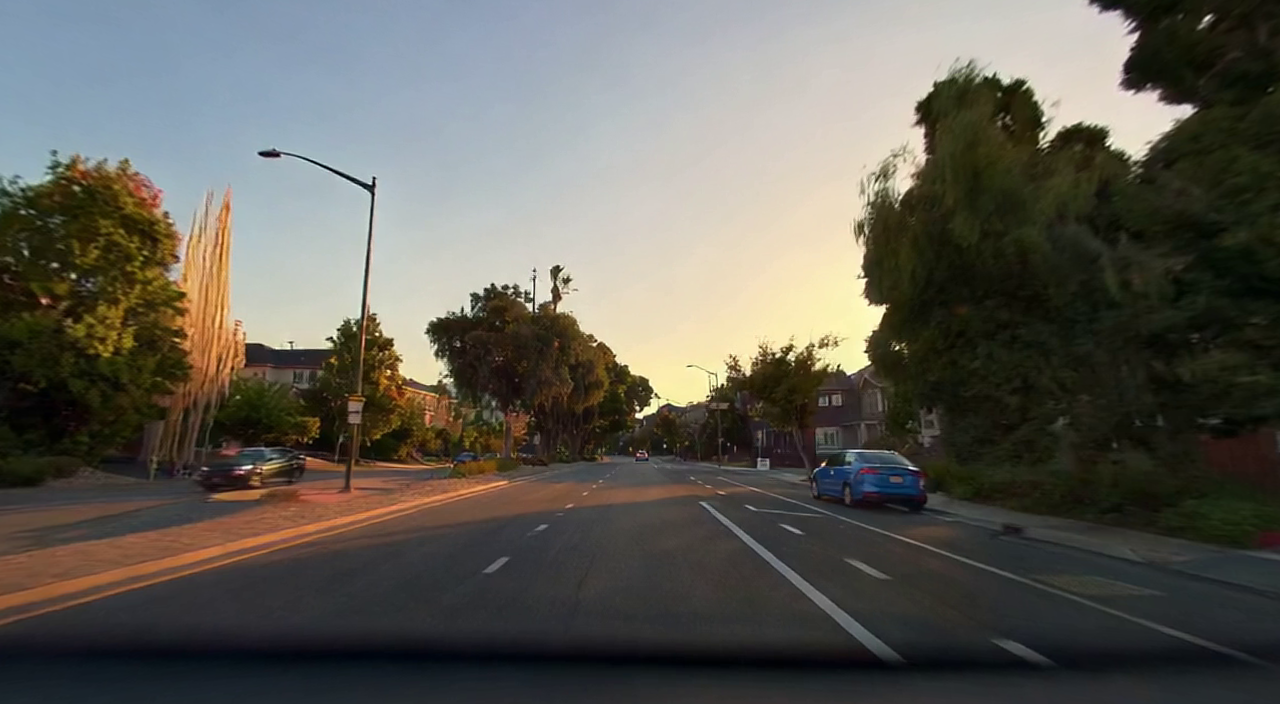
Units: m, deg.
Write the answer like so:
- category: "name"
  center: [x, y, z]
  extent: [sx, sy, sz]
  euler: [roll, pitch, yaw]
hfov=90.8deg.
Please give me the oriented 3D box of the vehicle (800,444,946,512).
- category: "vehicle"
  center: [5.885, 3.214, 16.653]
  extent: [2.041, 1.519, 4.481]
  euler: [0, -9, -1]

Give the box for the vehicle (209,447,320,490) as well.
- category: "vehicle"
  center: [-16.415, 5.066, 27.976]
  extent: [2.060, 1.721, 4.479]
  euler: [0, -9, 1]
